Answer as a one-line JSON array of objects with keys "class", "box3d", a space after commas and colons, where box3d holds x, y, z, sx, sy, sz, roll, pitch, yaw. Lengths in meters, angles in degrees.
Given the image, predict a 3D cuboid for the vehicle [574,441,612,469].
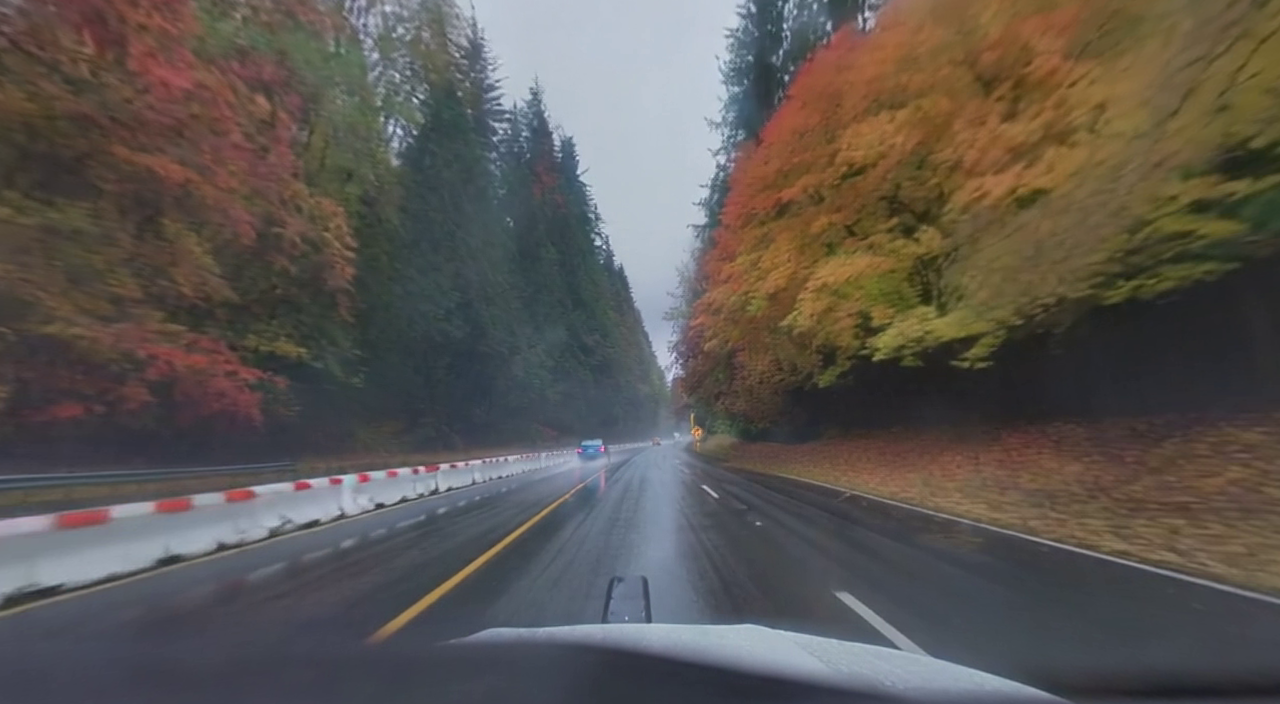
[{"class": "vehicle", "box3d": [-2.711, 6.043, 37.081, 1.902, 1.505, 4.016, 0, -8, 0]}]
